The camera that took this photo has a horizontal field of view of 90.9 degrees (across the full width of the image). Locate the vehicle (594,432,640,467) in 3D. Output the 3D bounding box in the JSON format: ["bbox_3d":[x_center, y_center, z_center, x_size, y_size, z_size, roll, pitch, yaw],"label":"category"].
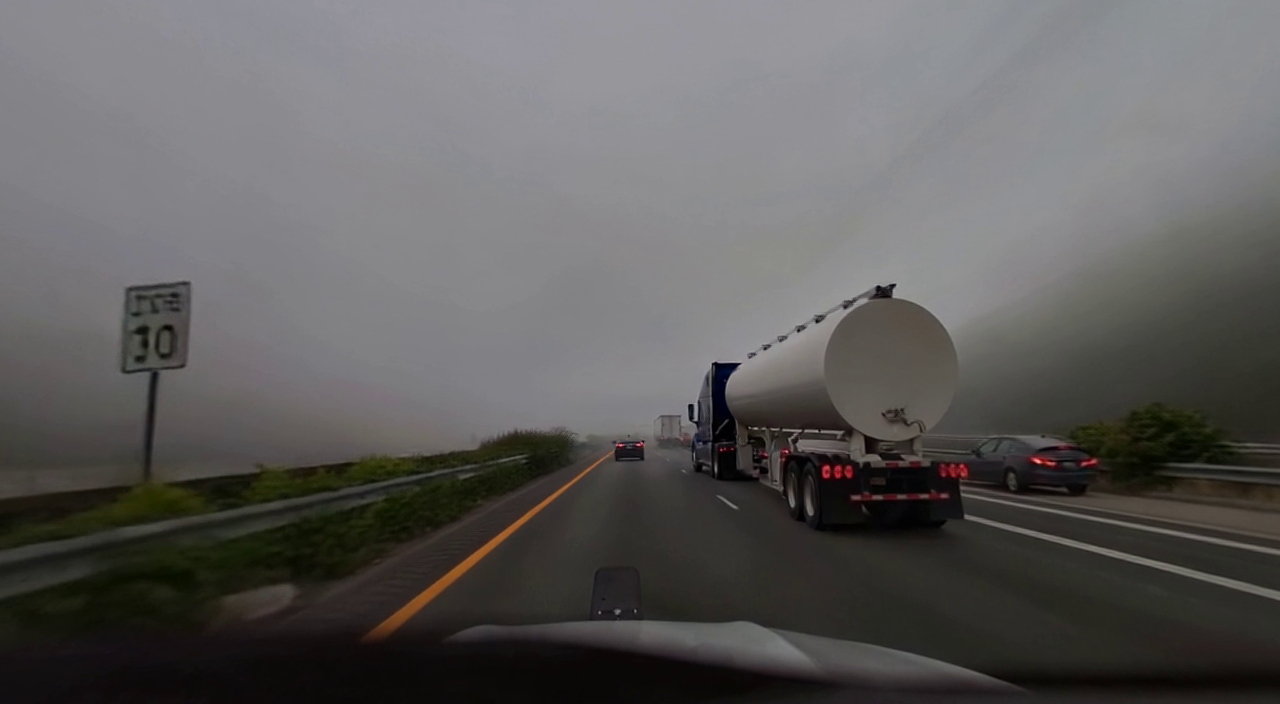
[{"bbox_3d":[-1.022,4.428,28.878,2.000,1.510,3.518,0,-8,-1],"label":"vehicle"}]

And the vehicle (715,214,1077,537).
[{"bbox_3d":[3.579,0.848,12.212,2.826,3.905,9.262,0,-8,-2],"label":"vehicle"}]

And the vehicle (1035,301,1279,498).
[{"bbox_3d":[14.791,1.293,15.498,2.878,4.124,10.050,1,-8,-5],"label":"vehicle"}]

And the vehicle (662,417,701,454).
[{"bbox_3d":[3.143,6.551,49.417,2.475,2.782,4.986,0,-8,-3],"label":"vehicle"}]

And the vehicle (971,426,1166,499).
[{"bbox_3d":[9.848,2.531,14.926,1.739,1.471,3.889,0,-8,-3],"label":"vehicle"}]
